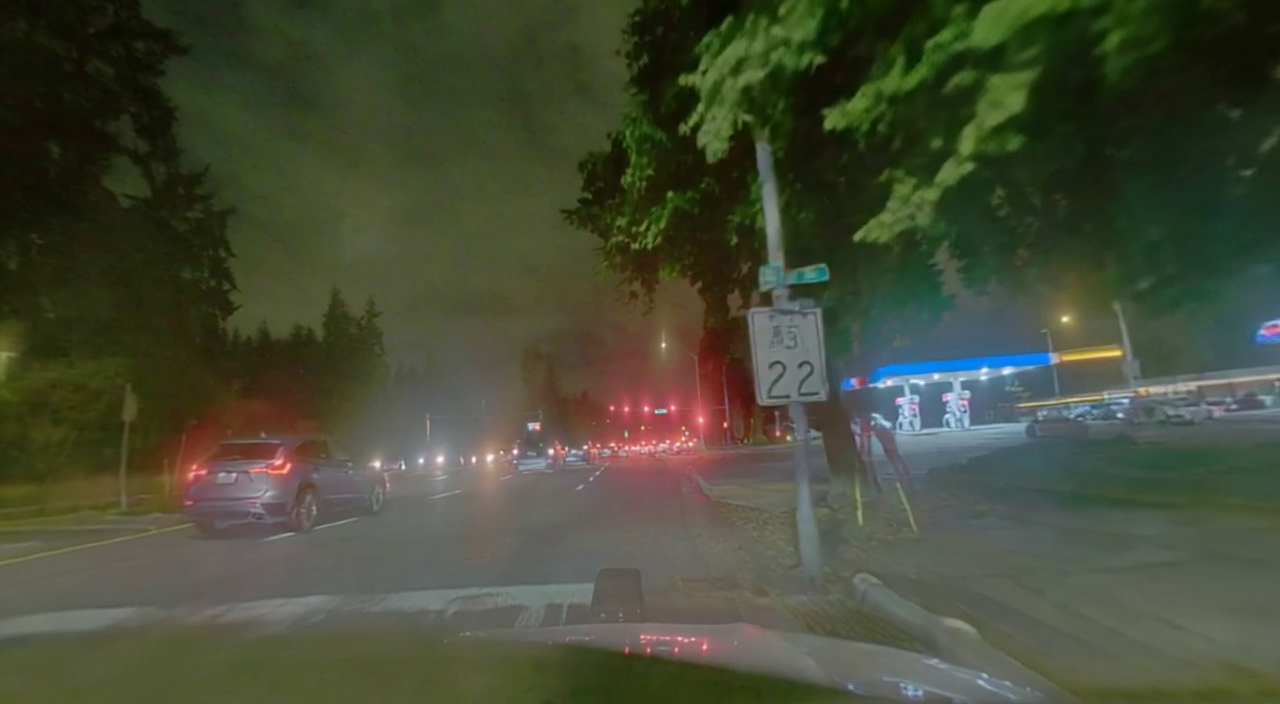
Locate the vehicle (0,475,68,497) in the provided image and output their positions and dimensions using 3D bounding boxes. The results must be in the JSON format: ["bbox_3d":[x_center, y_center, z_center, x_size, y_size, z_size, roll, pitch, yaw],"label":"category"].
[{"bbox_3d":[-46.181,10.071,47.223,4.384,1.490,2.031,-1,-10,0],"label":"vehicle"}]

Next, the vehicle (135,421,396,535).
[{"bbox_3d":[-6.805,2.341,12.278,2.102,1.774,4.662,0,-9,1],"label":"vehicle"}]

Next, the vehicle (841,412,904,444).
[{"bbox_3d":[17.075,5.702,46.610,2.322,2.152,5.668,-1,-8,-2],"label":"vehicle"}]

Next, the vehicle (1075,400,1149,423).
[{"bbox_3d":[35.962,4.617,48.132,1.816,1.452,4.698,-6,-7,-2],"label":"vehicle"}]

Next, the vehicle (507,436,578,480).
[{"bbox_3d":[-3.743,4.180,24.931,2.060,1.580,3.980,0,-9,2],"label":"vehicle"}]

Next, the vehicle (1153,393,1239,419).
[{"bbox_3d":[42.322,4.171,48.089,1.985,1.630,5.151,-2,-9,3],"label":"vehicle"}]

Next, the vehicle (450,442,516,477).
[{"bbox_3d":[-7.201,4.963,29.320,1.875,1.479,4.558,0,-9,0],"label":"vehicle"}]
